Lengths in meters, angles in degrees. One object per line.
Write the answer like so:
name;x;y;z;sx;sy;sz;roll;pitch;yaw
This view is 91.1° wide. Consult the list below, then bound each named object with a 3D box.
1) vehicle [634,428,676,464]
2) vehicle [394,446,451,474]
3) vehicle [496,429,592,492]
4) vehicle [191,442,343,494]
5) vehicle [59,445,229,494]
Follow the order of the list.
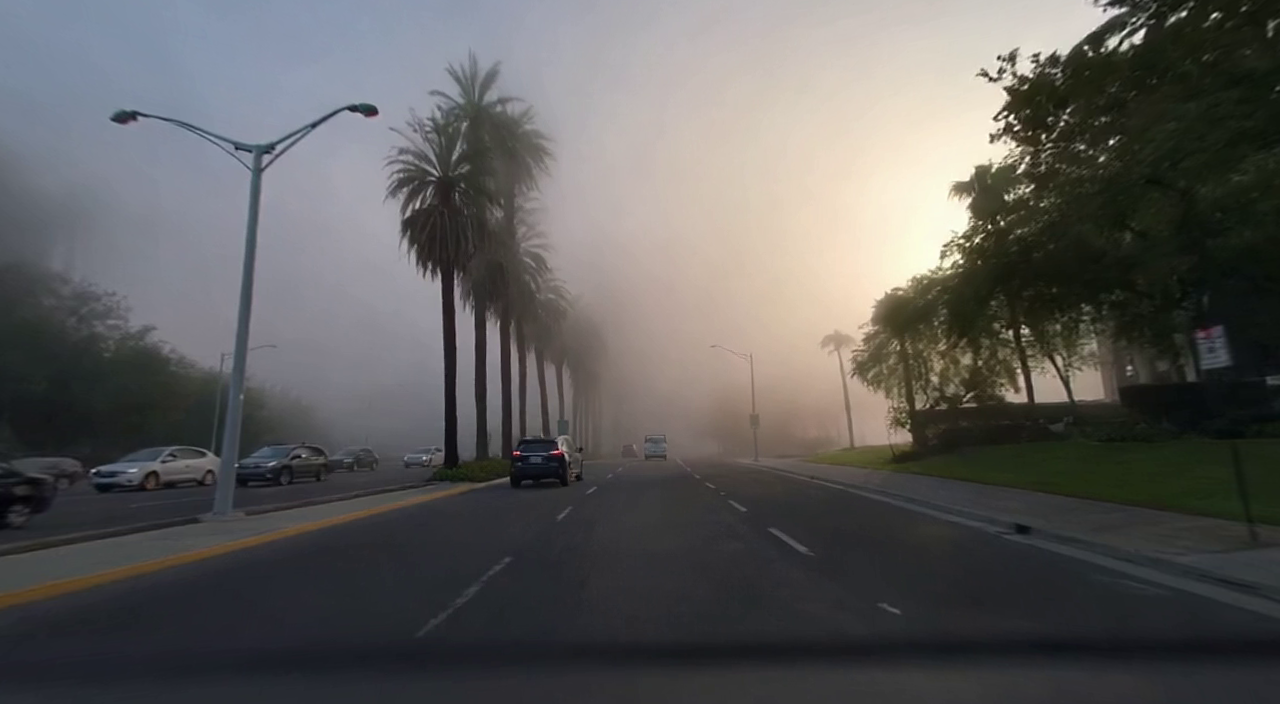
vehicle;1.211;7.031;46.948;2.758;2.550;4.206;-1;-9;7
vehicle;-15.565;7.726;45.246;2.142;1.913;4.745;-1;-8;3
vehicle;-2.989;3.530;20.716;2.188;1.819;4.667;-1;-8;3
vehicle;-15.482;4.822;26.651;2.557;1.912;5.960;-1;-8;3
vehicle;-20.680;4.874;26.647;2.332;1.852;5.739;-1;-8;3
